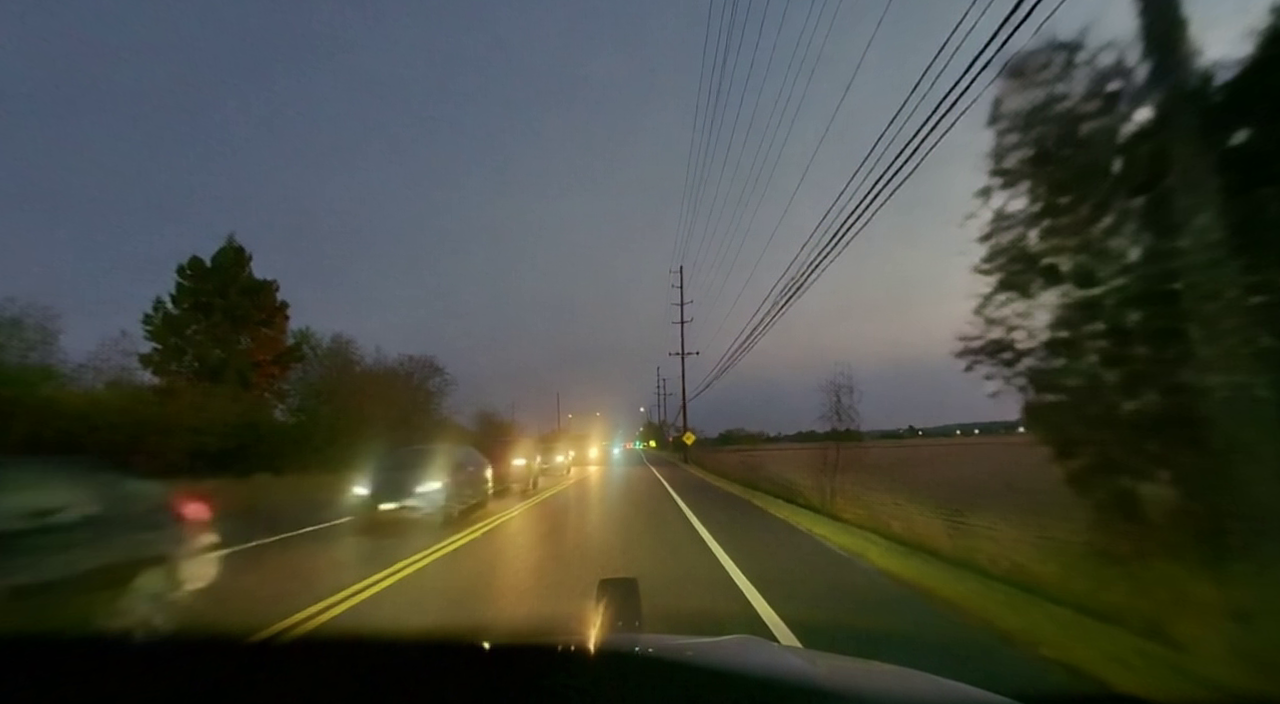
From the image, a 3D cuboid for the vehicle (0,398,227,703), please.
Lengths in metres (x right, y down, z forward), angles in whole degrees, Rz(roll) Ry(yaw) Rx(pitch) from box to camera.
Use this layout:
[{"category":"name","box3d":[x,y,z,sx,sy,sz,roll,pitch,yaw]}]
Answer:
[{"category":"vehicle","box3d":[-4.445,1.019,2.568,2.284,1.634,4.756,-3,-8,1]}]

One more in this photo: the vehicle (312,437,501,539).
[{"category":"vehicle","box3d":[-4.573,2.677,13.291,2.269,1.630,4.636,-3,-8,-1]}]
